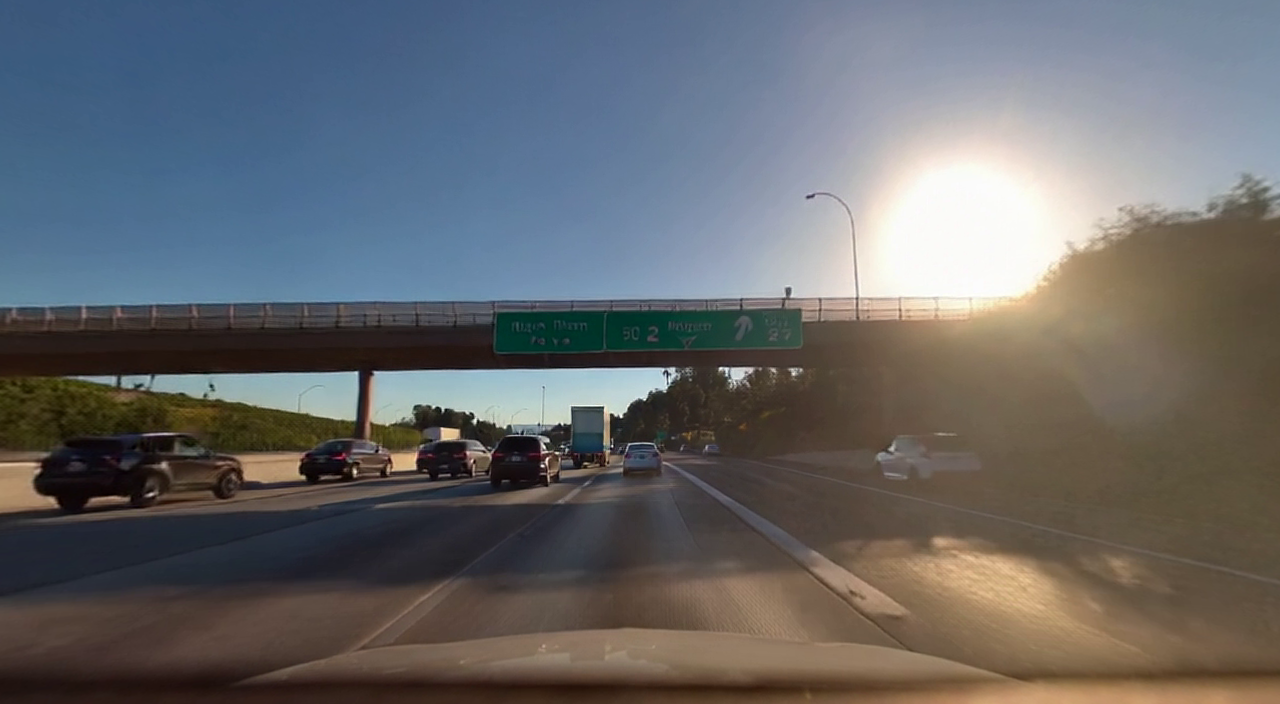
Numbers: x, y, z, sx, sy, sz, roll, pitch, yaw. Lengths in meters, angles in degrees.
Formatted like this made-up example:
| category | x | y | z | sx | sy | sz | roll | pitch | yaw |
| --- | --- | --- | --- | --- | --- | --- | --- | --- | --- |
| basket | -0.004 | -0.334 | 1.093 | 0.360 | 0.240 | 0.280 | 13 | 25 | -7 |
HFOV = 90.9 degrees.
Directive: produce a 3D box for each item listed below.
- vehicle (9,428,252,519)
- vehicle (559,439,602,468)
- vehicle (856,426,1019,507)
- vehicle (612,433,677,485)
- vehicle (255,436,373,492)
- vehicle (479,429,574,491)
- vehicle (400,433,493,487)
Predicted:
| category | x | y | z | sx | sy | sz | roll | pitch | yaw |
| --- | --- | --- | --- | --- | --- | --- | --- | --- | --- |
| vehicle | -11.192 | 2.668 | 14.389 | 1.871 | 1.747 | 4.342 | 0 | -8 | 0 |
| vehicle | -3.656 | 6.335 | 39.524 | 2.243 | 1.683 | 4.178 | 0 | -8 | 1 |
| vehicle | 7.153 | 2.795 | 15.817 | 2.026 | 1.718 | 4.522 | 0 | -8 | 3 |
| vehicle | 0.159 | 3.870 | 23.153 | 2.180 | 1.716 | 3.920 | 0 | -8 | 1 |
| vehicle | -10.939 | 3.760 | 21.521 | 1.863 | 1.696 | 3.885 | 0 | -8 | 1 |
| vehicle | -3.582 | 3.515 | 20.815 | 2.125 | 1.792 | 4.466 | 0 | -8 | 2 |
| vehicle | -6.922 | 3.915 | 23.119 | 1.998 | 1.770 | 4.222 | 0 | -8 | 1 |
